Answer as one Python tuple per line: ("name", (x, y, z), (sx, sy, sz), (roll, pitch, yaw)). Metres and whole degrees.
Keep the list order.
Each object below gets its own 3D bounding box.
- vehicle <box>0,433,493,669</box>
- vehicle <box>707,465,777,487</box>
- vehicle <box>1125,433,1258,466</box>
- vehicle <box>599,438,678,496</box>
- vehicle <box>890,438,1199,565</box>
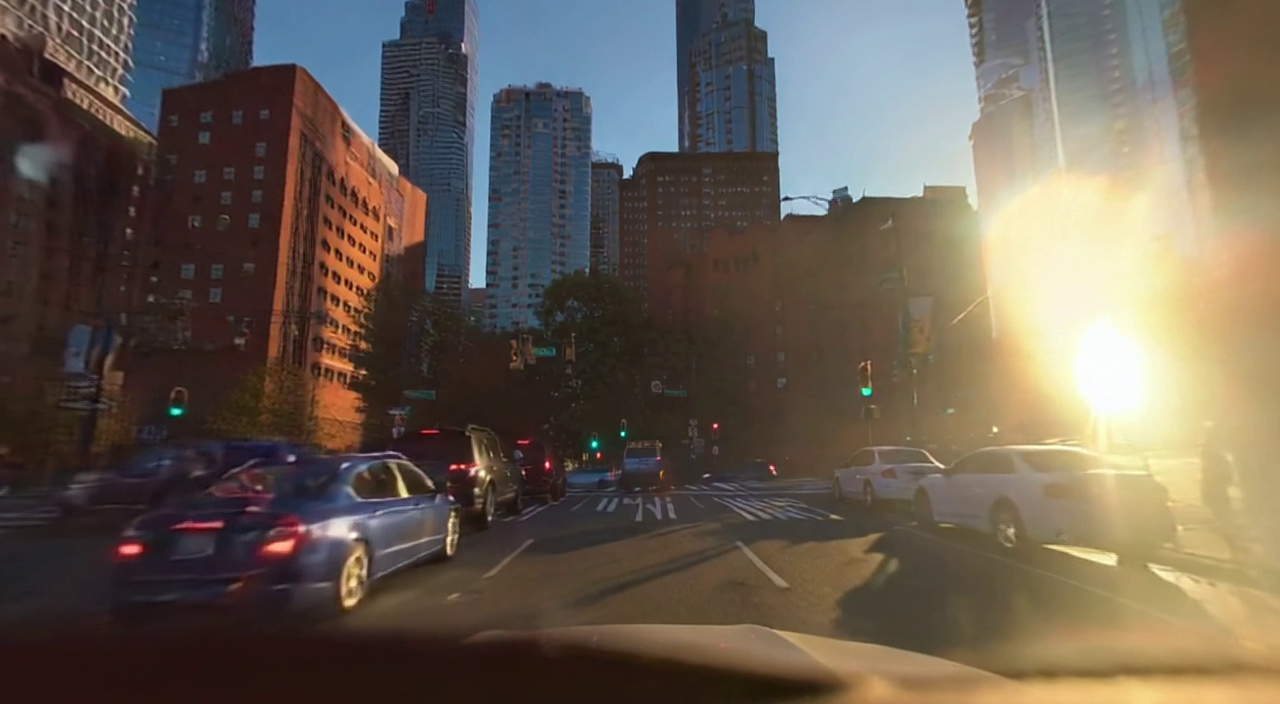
("vehicle", (-3.009, 1.590, 6.256), (1.930, 1.450, 4.497), (0, -9, 1))
("vehicle", (7.447, 9.125, 46.470), (4.766, 1.502, 1.891), (0, -9, -4))
("vehicle", (26.827, 4.781, 30.792), (4.598, 1.519, 1.994), (0, -10, -1))
("vehicle", (0.090, 3.899, 21.888), (2.328, 1.746, 5.072), (-1, -9, 4))
("vehicle", (5.882, 2.182, 10.067), (1.919, 1.529, 4.558), (0, -9, 0))
